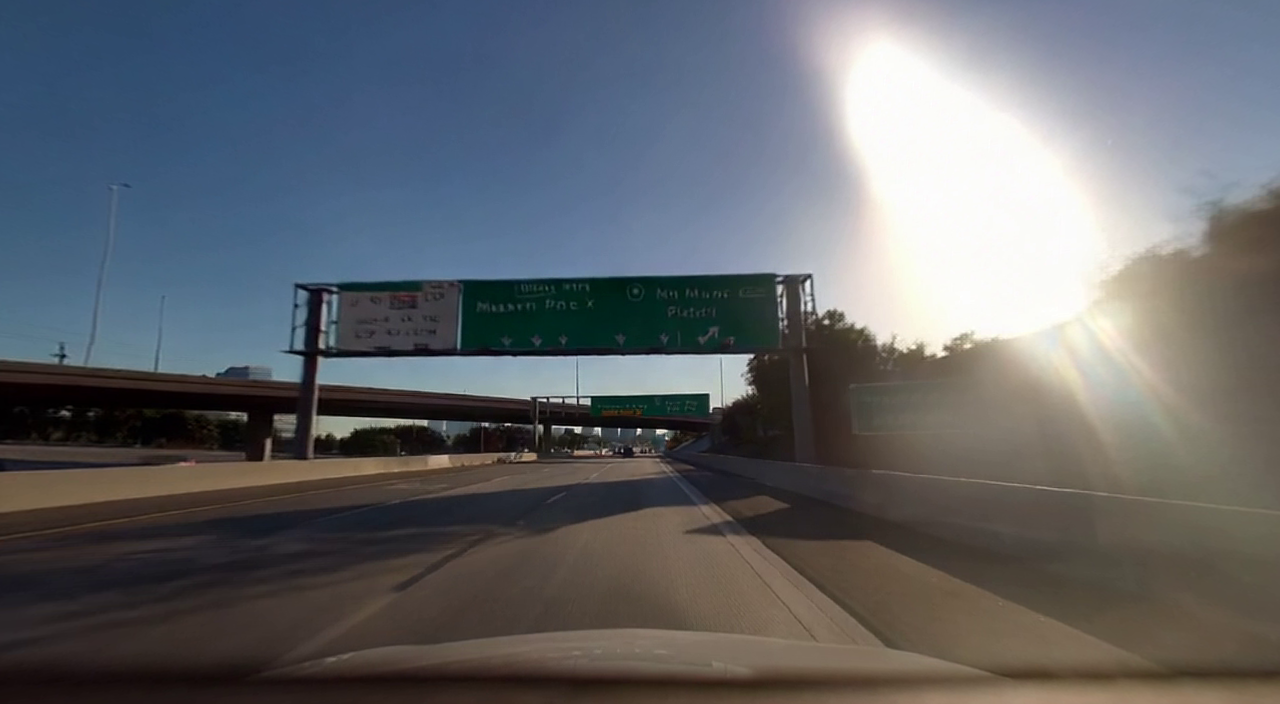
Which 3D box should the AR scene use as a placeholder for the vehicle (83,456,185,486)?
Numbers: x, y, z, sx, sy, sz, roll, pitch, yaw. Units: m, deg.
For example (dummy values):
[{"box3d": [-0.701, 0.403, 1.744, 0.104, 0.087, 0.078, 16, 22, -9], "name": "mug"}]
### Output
[{"box3d": [-29.897, 7.015, 37.442, 1.993, 1.565, 4.728, -1, -9, 2], "name": "vehicle"}]
